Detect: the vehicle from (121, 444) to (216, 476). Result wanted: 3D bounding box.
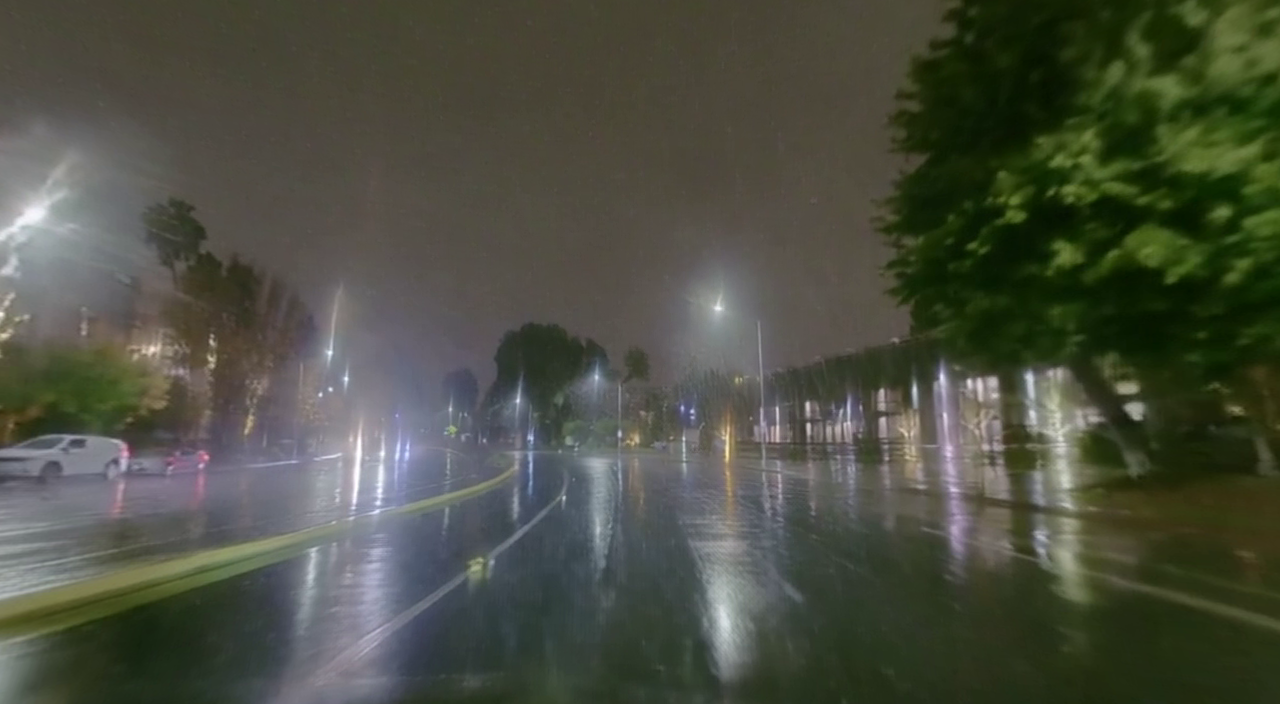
[{"bbox_3d":[-23.236,5.296,31.274,1.844,1.452,4.362,1,-8,-8],"label":"vehicle"}]

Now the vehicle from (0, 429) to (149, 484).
[{"bbox_3d":[-22.392,4.077,24.942,2.387,1.951,4.827,1,-8,-7],"label":"vehicle"}]

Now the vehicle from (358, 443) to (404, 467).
[{"bbox_3d":[-17.644,6.994,43.062,1.987,1.489,4.389,1,-9,-11],"label":"vehicle"}]
